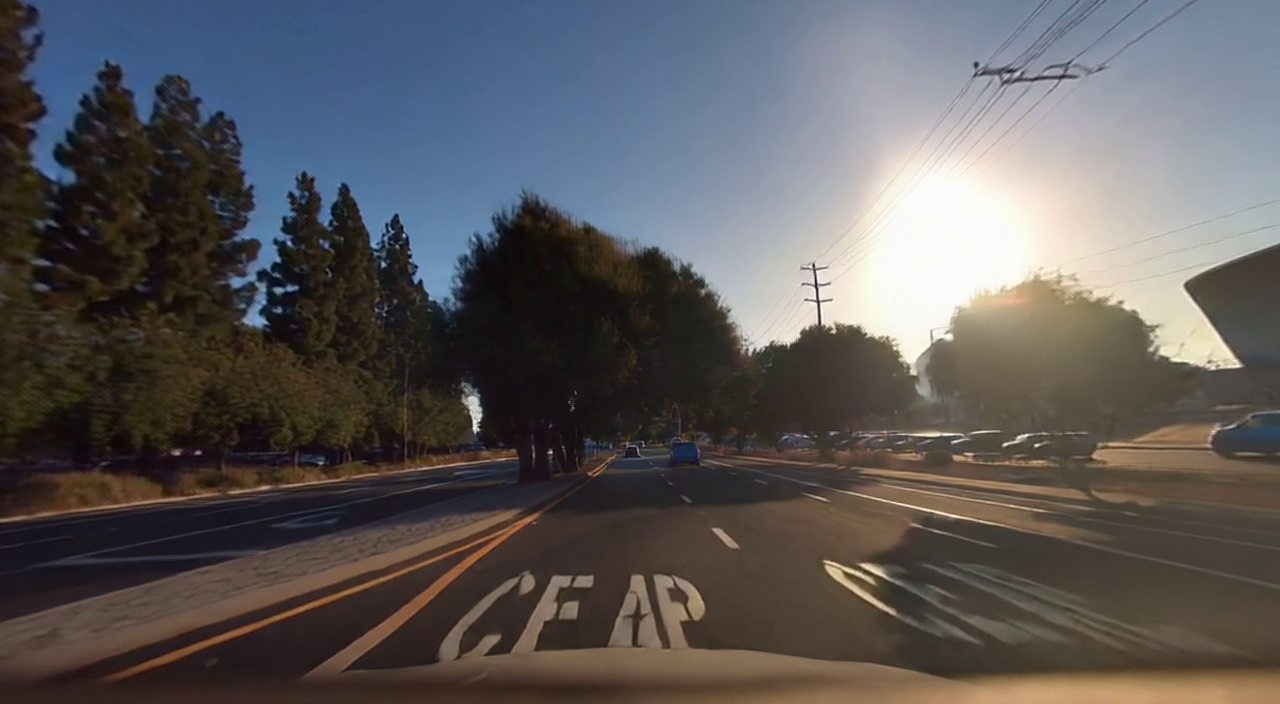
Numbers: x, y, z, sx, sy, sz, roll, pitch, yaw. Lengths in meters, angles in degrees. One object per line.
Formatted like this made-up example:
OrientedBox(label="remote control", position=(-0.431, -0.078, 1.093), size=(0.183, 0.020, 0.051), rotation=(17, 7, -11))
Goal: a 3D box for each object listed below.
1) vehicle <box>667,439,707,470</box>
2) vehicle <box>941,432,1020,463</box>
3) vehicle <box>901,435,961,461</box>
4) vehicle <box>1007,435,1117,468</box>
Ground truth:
OrientedBox(label="vehicle", position=(2.957, 6.562, 40.592), size=(2.086, 1.803, 4.607), rotation=(0, -9, -2))
OrientedBox(label="vehicle", position=(20.161, 5.673, 37.665), size=(1.983, 1.730, 4.563), rotation=(0, -9, -2))
OrientedBox(label="vehicle", position=(20.125, 6.661, 43.922), size=(1.896, 1.656, 4.653), rotation=(0, -9, -1))
OrientedBox(label="vehicle", position=(20.131, 4.787, 30.456), size=(1.980, 1.423, 4.793), rotation=(0, -9, 0))
